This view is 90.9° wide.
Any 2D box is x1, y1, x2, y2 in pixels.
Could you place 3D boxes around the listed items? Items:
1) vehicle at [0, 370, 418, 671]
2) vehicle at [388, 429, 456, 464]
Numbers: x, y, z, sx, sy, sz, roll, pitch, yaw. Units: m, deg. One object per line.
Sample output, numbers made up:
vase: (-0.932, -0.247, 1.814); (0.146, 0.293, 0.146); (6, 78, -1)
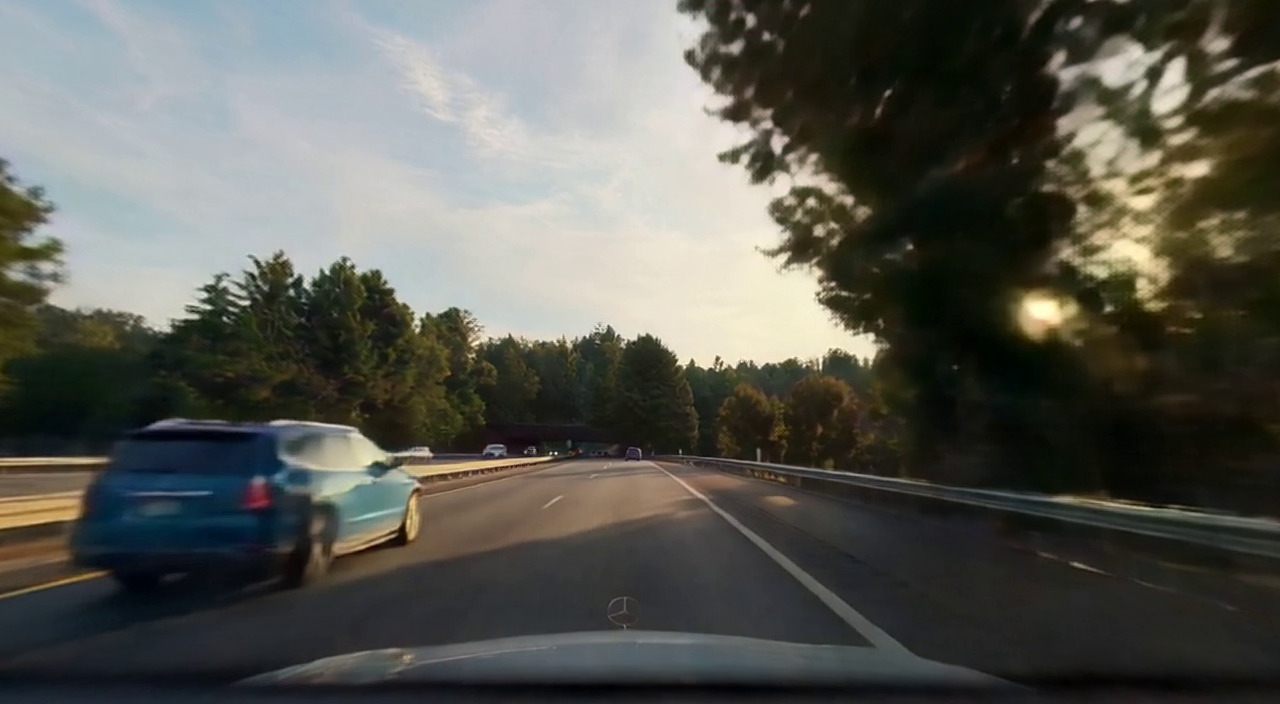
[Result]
vehicle: (-4.034, 1.327, 5.999); (2.135, 1.755, 4.476); (0, -9, 1)
vehicle: (-12.861, 5.640, 37.617); (2.204, 1.903, 5.271); (0, -9, 0)
